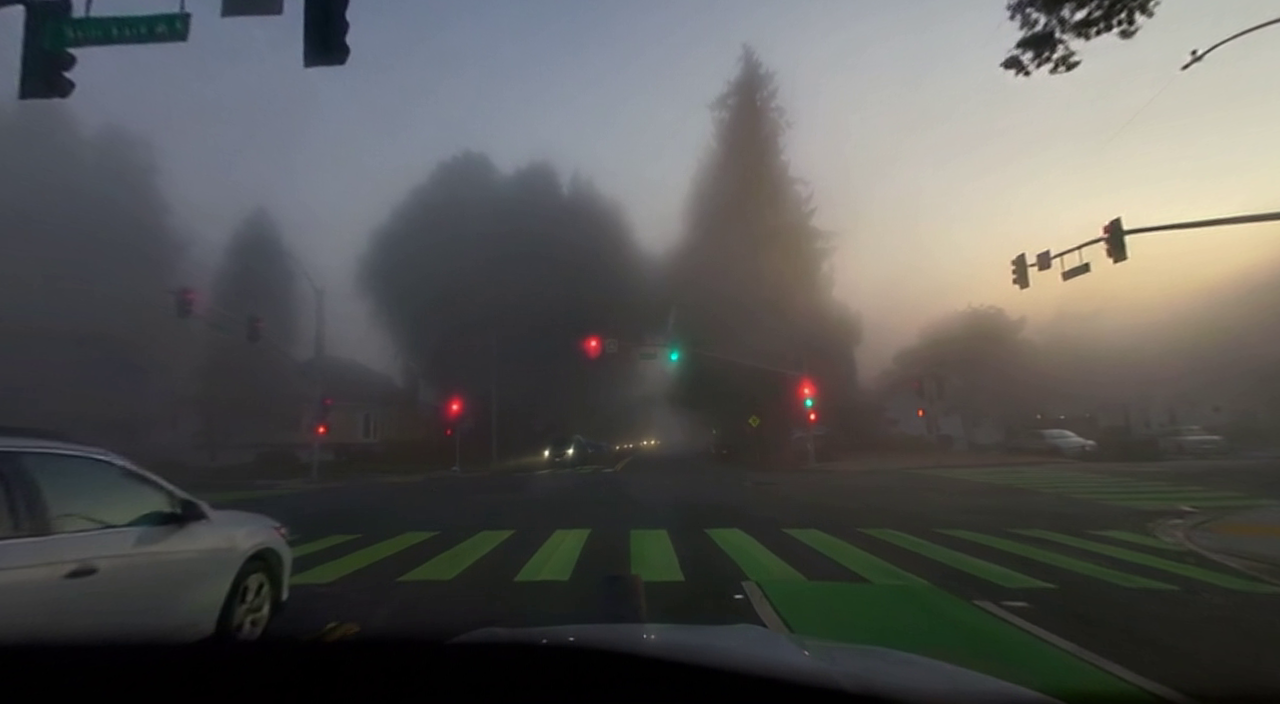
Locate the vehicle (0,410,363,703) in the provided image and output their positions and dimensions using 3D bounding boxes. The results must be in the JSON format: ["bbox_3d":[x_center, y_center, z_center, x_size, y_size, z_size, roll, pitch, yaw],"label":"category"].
[{"bbox_3d":[-3.392,1.066,2.997,1.904,1.489,4.746,0,-8,1],"label":"vehicle"}]

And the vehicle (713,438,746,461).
[{"bbox_3d":[6.382,7.036,45.354,1.891,1.584,3.802,0,-8,1],"label":"vehicle"}]

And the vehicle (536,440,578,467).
[{"bbox_3d":[-5.461,6.787,42.110,1.982,1.686,4.195,-1,-8,4],"label":"vehicle"}]

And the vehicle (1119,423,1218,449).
[{"bbox_3d":[30.317,4.886,36.341,1.837,1.396,4.695,-1,-8,3],"label":"vehicle"}]

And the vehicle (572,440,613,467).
[{"bbox_3d":[-2.787,6.046,37.552,1.982,1.472,4.103,-1,-8,2],"label":"vehicle"}]

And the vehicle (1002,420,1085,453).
[{"bbox_3d":[23.341,4.946,36.636,1.964,1.759,4.583,-1,-8,3],"label":"vehicle"}]

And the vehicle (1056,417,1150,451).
[{"bbox_3d":[26.518,4.776,36.277,2.033,1.821,4.542,0,-8,2],"label":"vehicle"}]
